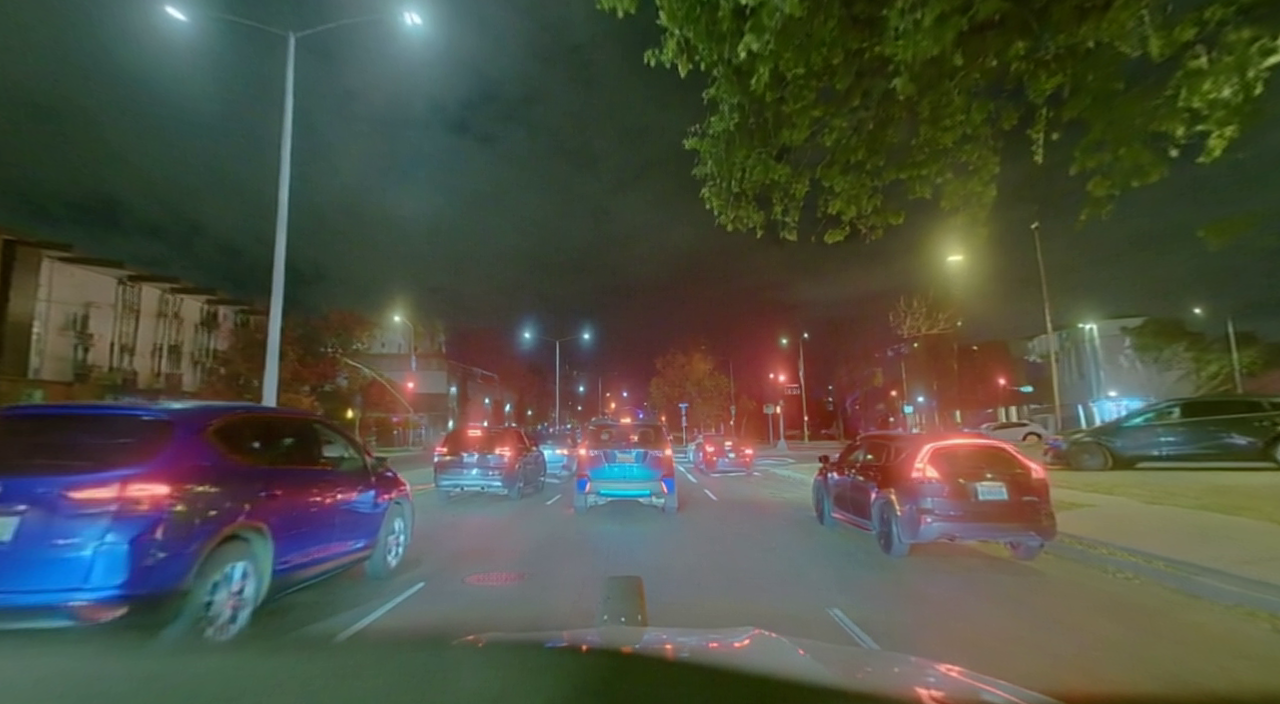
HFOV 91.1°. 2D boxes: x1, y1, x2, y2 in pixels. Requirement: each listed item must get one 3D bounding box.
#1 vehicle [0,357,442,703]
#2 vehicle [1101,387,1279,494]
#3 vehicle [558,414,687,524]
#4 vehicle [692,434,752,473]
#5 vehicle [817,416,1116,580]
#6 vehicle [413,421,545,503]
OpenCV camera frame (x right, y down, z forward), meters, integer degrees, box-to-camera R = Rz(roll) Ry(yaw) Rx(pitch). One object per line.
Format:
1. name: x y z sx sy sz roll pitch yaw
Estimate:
1. vehicle: -3.427 1.186 5.221 2.047 1.710 4.314 0 -8 1
2. vehicle: 12.523 1.762 12.524 4.991 1.978 2.090 -8 -11 43
3. vehicle: -0.238 2.142 11.964 2.022 1.700 4.084 0 -8 1
4. vehicle: 3.367 4.258 26.481 1.948 1.475 4.093 0 -8 0
5. vehicle: 3.701 1.690 8.052 1.847 1.554 3.885 0 -8 2
6. vehicle: -3.714 2.634 15.403 2.012 1.701 4.316 0 -8 1
